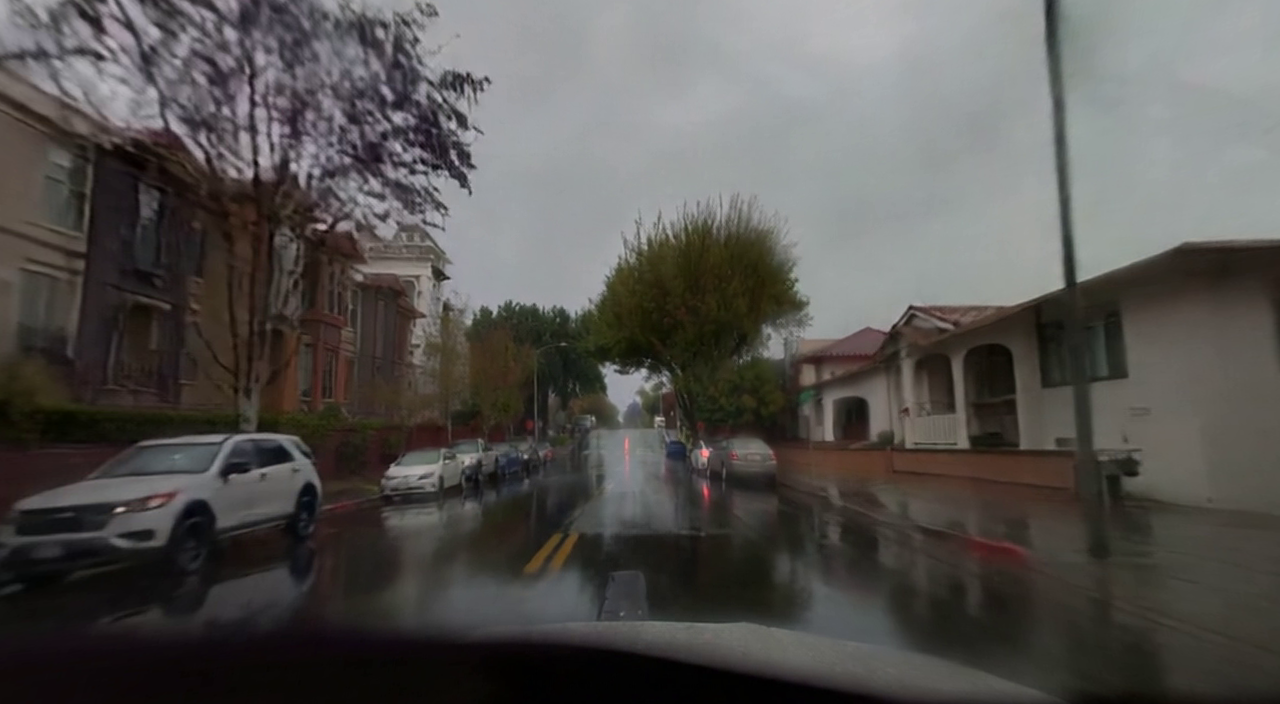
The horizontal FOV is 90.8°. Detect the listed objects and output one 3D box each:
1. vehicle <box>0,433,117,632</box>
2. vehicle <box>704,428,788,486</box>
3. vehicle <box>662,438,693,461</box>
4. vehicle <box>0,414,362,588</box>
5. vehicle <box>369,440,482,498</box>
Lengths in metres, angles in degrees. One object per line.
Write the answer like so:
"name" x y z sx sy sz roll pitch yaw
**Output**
"vehicle" -5.784 1.180 3.510 1.998 1.485 4.476 0 -8 -2
"vehicle" 3.466 3.548 21.551 1.952 1.738 4.518 0 -8 -1
"vehicle" 2.795 7.396 48.102 1.966 1.620 4.187 0 -8 -3
"vehicle" -5.753 1.802 8.530 1.958 1.682 4.536 0 -8 -1
"vehicle" -6.073 3.341 18.442 2.003 1.489 4.051 0 -8 -2
